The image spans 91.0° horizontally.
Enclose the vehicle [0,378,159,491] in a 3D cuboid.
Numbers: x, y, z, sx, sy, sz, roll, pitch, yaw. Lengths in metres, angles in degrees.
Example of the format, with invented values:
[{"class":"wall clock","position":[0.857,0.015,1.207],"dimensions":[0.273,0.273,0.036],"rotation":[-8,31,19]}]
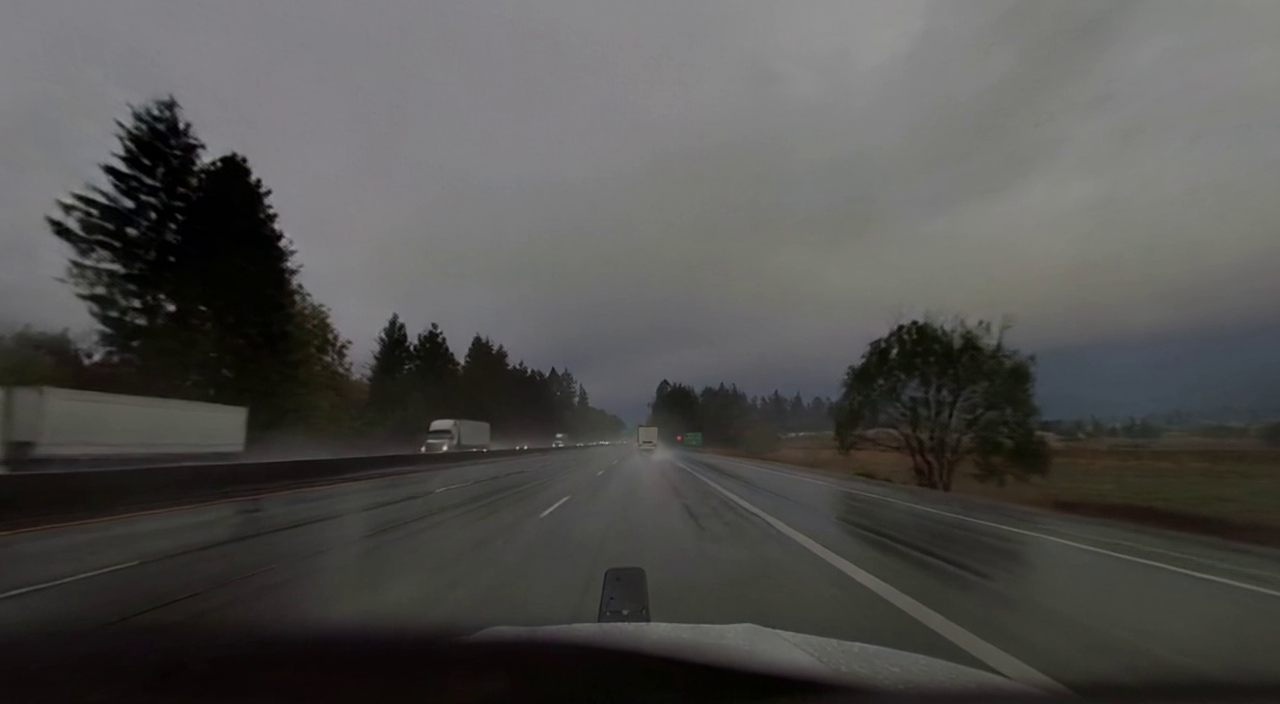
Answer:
[{"class":"vehicle","position":[-22.386,2.931,22.143],"dimensions":[3.019,3.659,9.658],"rotation":[0,-8,1]}]

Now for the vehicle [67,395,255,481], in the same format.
[{"class":"vehicle","position":[-22.389,4.136,30.156],"dimensions":[2.827,3.536,7.540],"rotation":[0,-8,1]}]
